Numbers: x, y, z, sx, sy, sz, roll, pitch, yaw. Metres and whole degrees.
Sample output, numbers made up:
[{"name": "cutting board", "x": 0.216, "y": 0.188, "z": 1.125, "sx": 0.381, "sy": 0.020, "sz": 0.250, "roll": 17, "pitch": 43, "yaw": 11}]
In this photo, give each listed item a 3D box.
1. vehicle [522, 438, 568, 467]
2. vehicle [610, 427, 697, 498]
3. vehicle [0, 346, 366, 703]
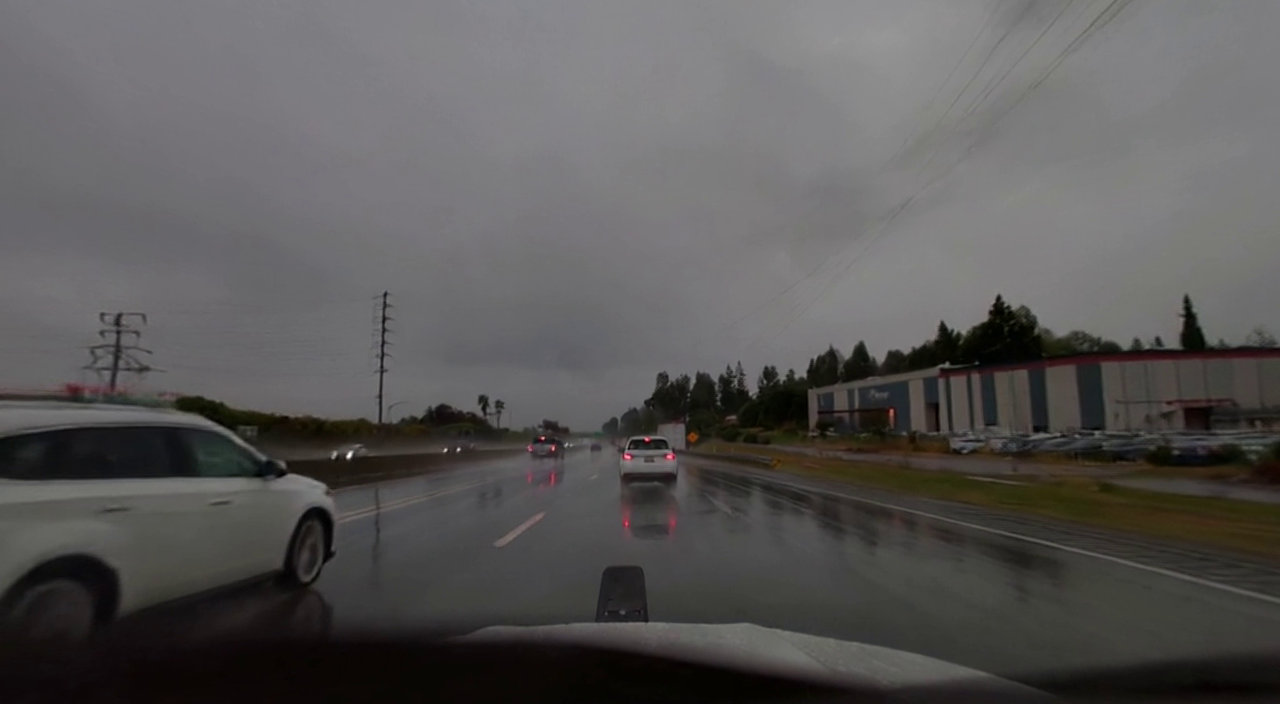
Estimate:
[{"name": "vehicle", "x": -6.230, "y": 6.658, "z": 41.894, "sx": 2.220, "sy": 1.841, "sz": 4.516, "roll": 0, "pitch": -9, "yaw": 2}, {"name": "vehicle", "x": 0.326, "y": 3.029, "z": 17.630, "sx": 2.134, "sy": 1.733, "sz": 4.049, "roll": 0, "pitch": -9, "yaw": 0}, {"name": "vehicle", "x": -3.965, "y": 1.094, "z": 4.376, "sx": 2.125, "sy": 1.764, "sz": 4.393, "roll": 0, "pitch": -9, "yaw": 0}]
